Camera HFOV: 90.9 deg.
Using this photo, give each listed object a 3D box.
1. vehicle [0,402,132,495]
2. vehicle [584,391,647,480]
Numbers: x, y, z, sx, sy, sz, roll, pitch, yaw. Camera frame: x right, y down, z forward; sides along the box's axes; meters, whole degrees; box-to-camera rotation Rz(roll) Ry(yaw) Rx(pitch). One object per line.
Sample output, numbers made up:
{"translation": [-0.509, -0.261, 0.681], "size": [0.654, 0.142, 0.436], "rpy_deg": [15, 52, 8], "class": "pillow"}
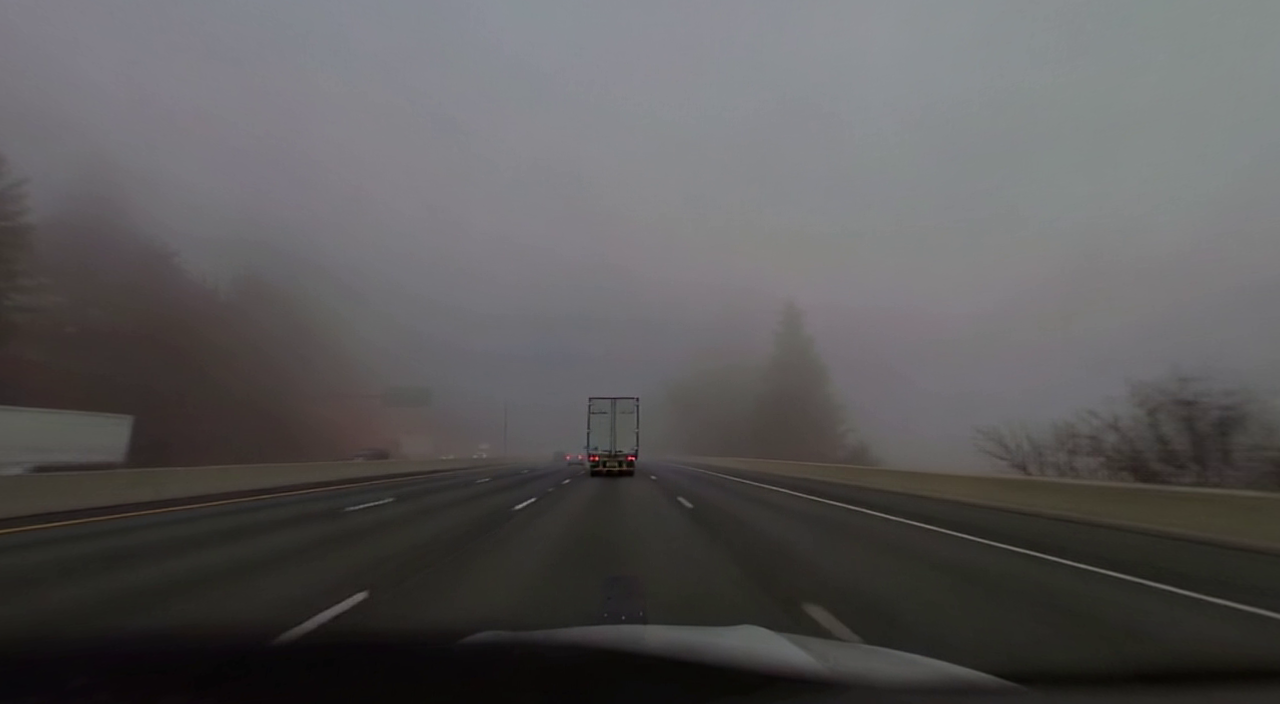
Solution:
{"translation": [-27.562, 4.010, 26.122], "size": [2.790, 3.732, 12.674], "rpy_deg": [0, -9, -2], "class": "vehicle"}
{"translation": [-1.374, 4.747, 34.841], "size": [2.875, 4.056, 12.312], "rpy_deg": [0, -9, -2], "class": "vehicle"}
